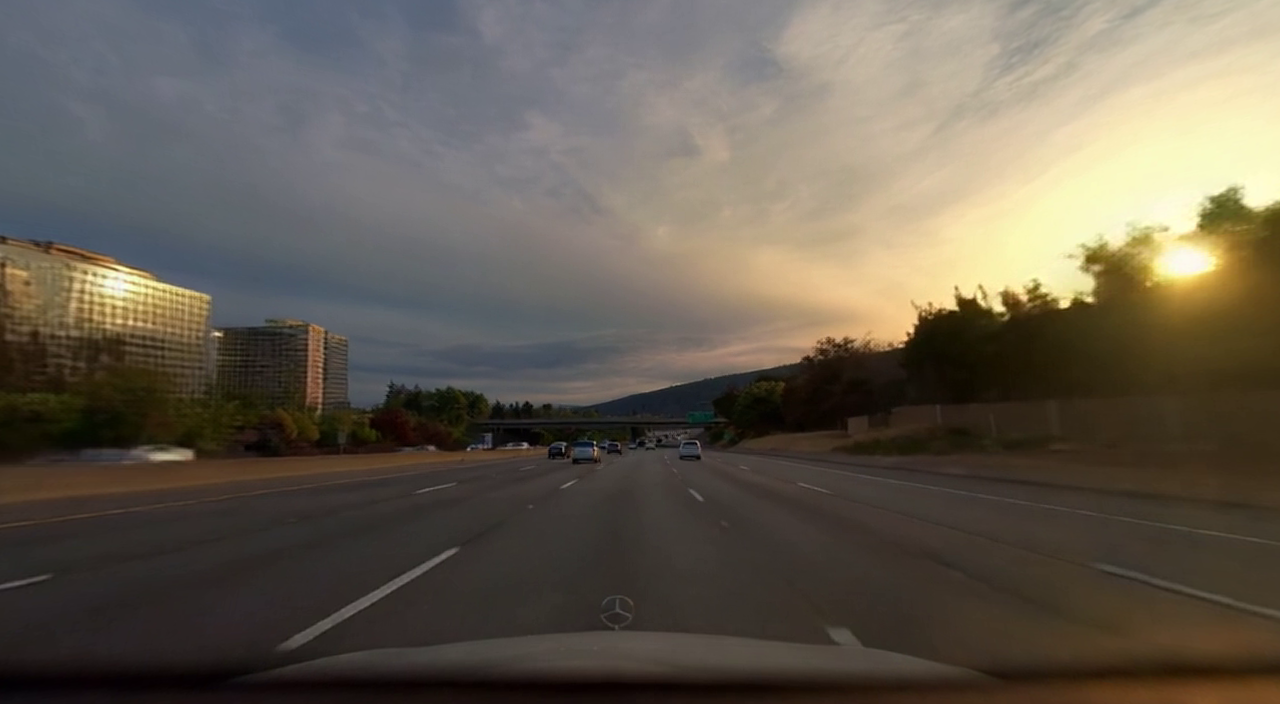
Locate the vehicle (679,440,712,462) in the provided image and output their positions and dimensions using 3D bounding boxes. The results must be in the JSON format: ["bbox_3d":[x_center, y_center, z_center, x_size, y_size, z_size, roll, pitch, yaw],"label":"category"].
[{"bbox_3d":[3.919,7.125,45.497,1.967,1.475,4.080,0,-8,0],"label":"vehicle"}]

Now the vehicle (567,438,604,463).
[{"bbox_3d":[-3.856,7.062,45.351,2.179,1.693,4.204,0,-8,2],"label":"vehicle"}]

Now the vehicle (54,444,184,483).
[{"bbox_3d":[-23.411,4.999,28.652,1.866,1.595,4.616,0,-8,1],"label":"vehicle"}]
